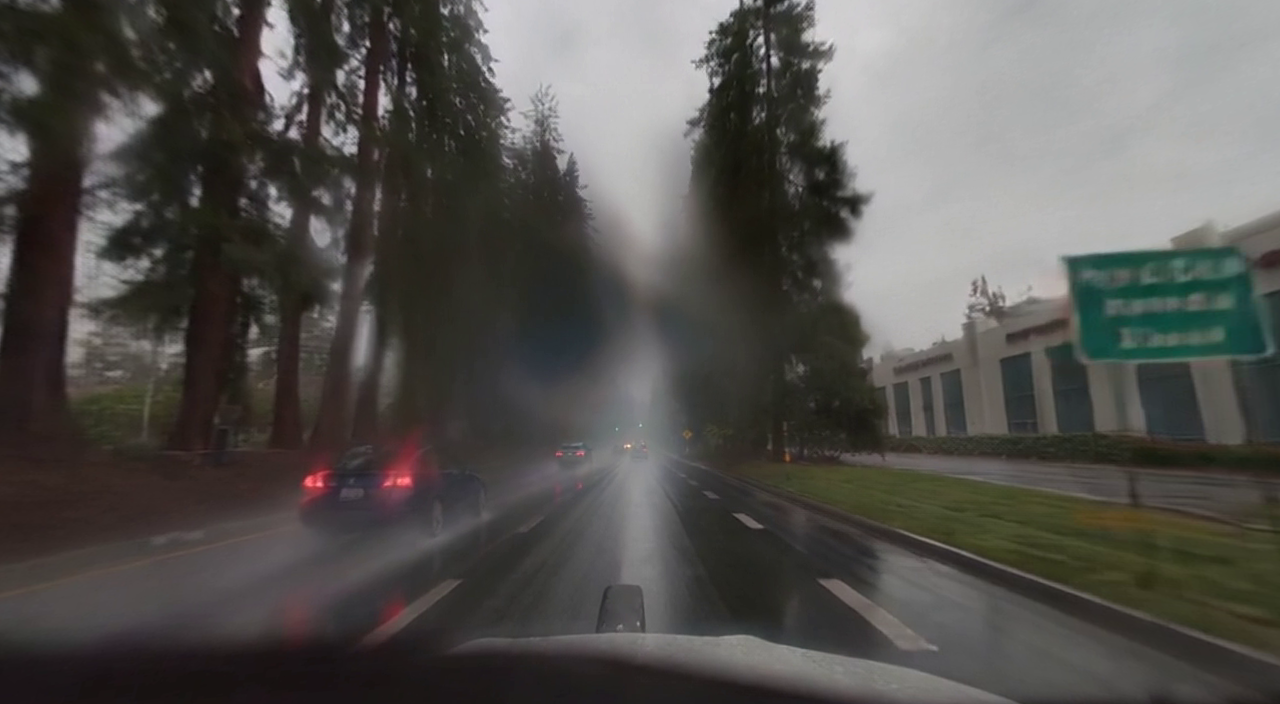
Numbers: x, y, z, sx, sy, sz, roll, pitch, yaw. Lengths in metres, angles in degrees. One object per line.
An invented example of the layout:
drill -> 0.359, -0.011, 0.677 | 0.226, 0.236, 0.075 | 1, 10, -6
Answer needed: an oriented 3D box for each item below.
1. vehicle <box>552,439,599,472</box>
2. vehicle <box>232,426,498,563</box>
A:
vehicle -> -3.326, 5.432, 33.256 | 1.942, 1.588, 4.172 | 0, -9, 1
vehicle -> -3.497, 1.890, 9.128 | 1.862, 1.478, 4.369 | 0, -9, 0
